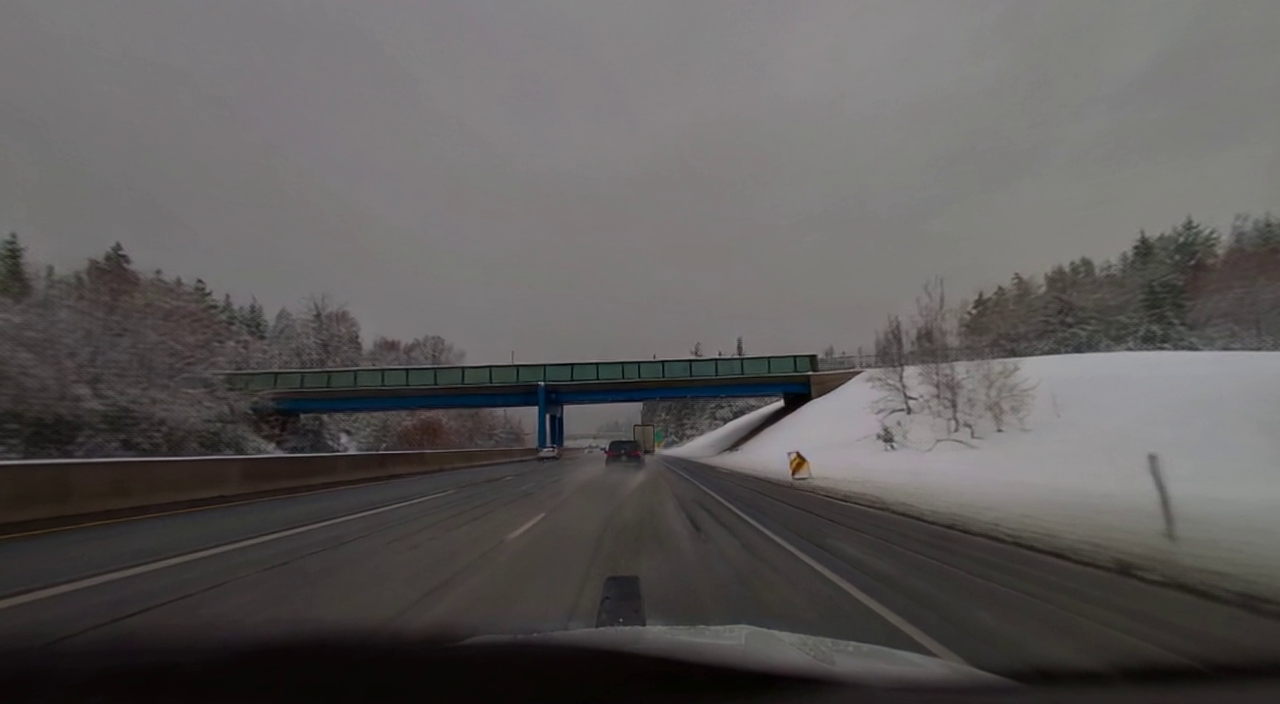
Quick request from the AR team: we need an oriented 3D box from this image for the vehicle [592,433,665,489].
[{"bbox_3d":[-0.323,3.814,22.326,2.299,1.716,4.579,-1,-9,1],"label":"vehicle"}]
